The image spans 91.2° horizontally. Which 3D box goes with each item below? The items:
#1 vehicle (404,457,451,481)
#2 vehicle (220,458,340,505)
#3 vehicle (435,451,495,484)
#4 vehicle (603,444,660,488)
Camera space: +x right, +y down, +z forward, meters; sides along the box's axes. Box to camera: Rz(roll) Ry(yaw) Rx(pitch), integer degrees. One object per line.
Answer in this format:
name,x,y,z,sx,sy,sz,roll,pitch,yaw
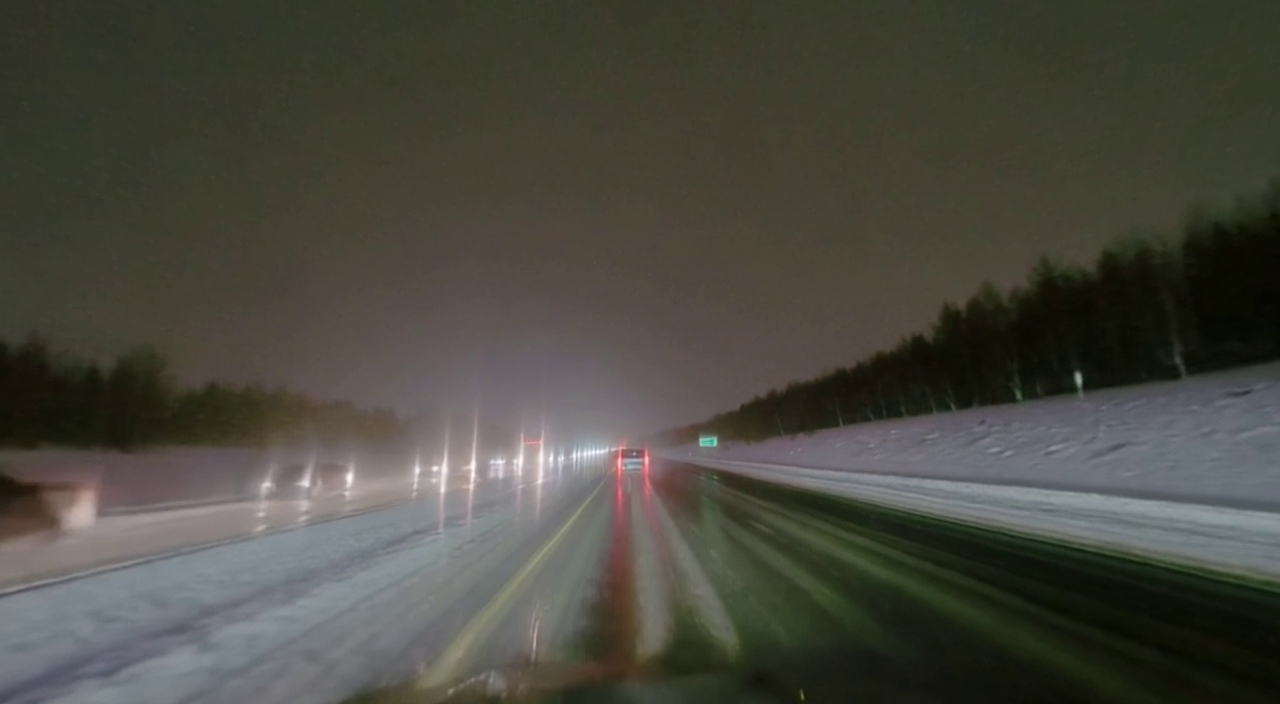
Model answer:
vehicle,-13.763,7.574,40.811,1.822,1.457,3.708,0,-9,-1
vehicle,-13.302,4.788,23.541,1.853,1.500,4.552,0,-9,-1
vehicle,-8.904,5.904,32.277,1.893,1.519,4.127,0,-9,0
vehicle,-0.346,4.314,24.013,1.971,1.518,4.108,0,-9,-1
